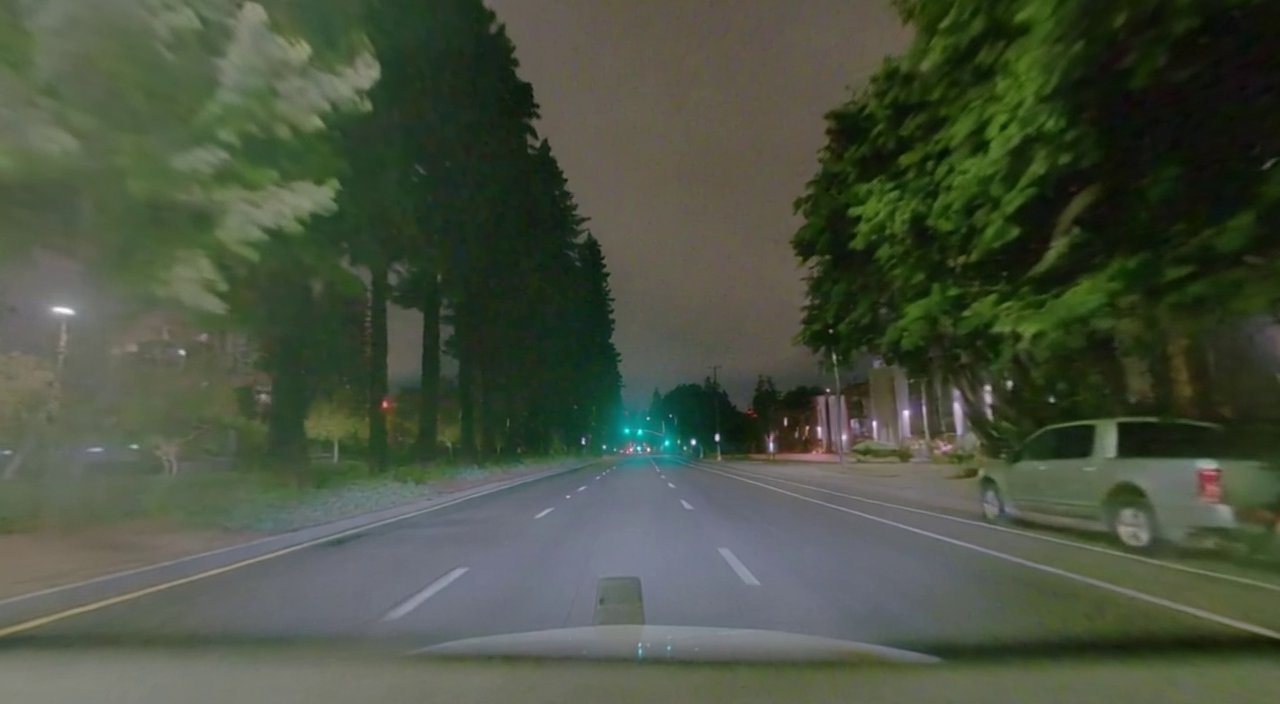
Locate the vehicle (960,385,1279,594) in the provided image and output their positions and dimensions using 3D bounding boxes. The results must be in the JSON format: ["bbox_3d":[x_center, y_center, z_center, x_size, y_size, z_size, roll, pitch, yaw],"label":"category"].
[{"bbox_3d":[7.149,1.799,9.038,2.278,2.069,5.393,0,-9,0],"label":"vehicle"}]
